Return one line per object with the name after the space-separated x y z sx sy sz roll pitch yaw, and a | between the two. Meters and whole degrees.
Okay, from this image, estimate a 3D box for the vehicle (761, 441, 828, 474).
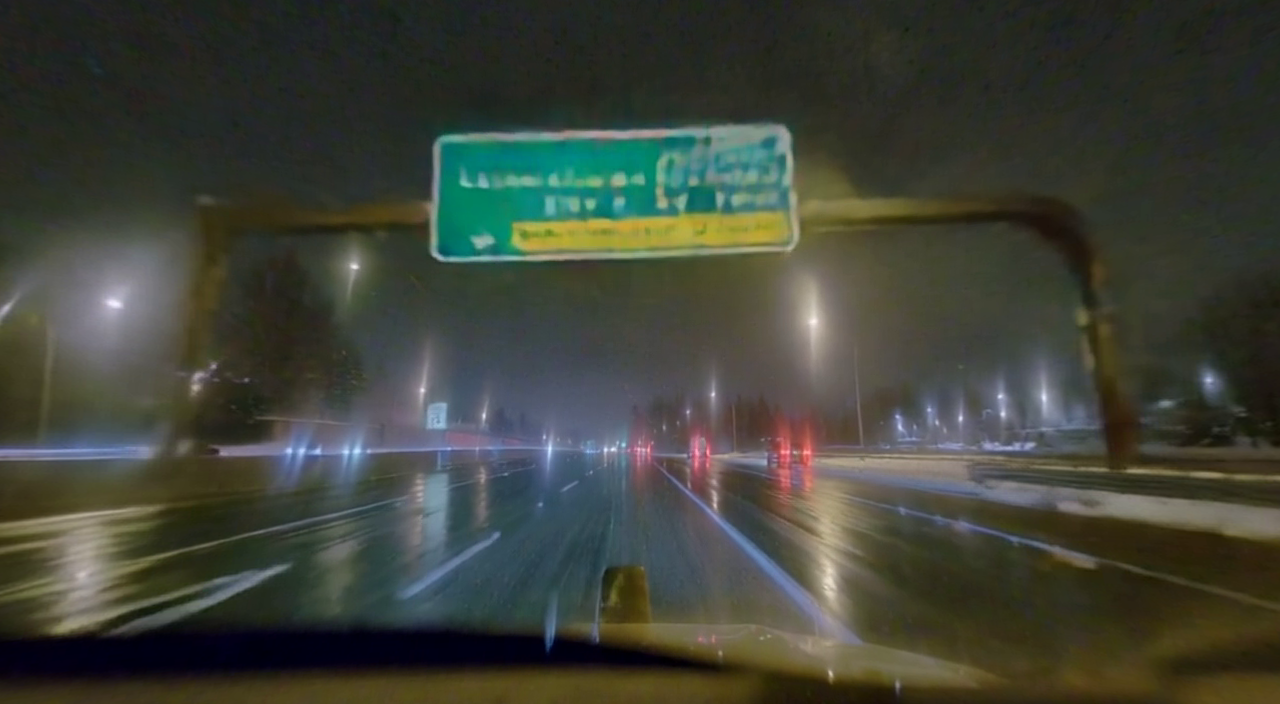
7.657 5.281 31.784 2.031 1.524 4.657 0 -8 -2 | vehicle

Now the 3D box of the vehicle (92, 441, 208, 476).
-22.250 4.832 28.881 1.815 1.450 4.401 0 -8 -1 | vehicle
